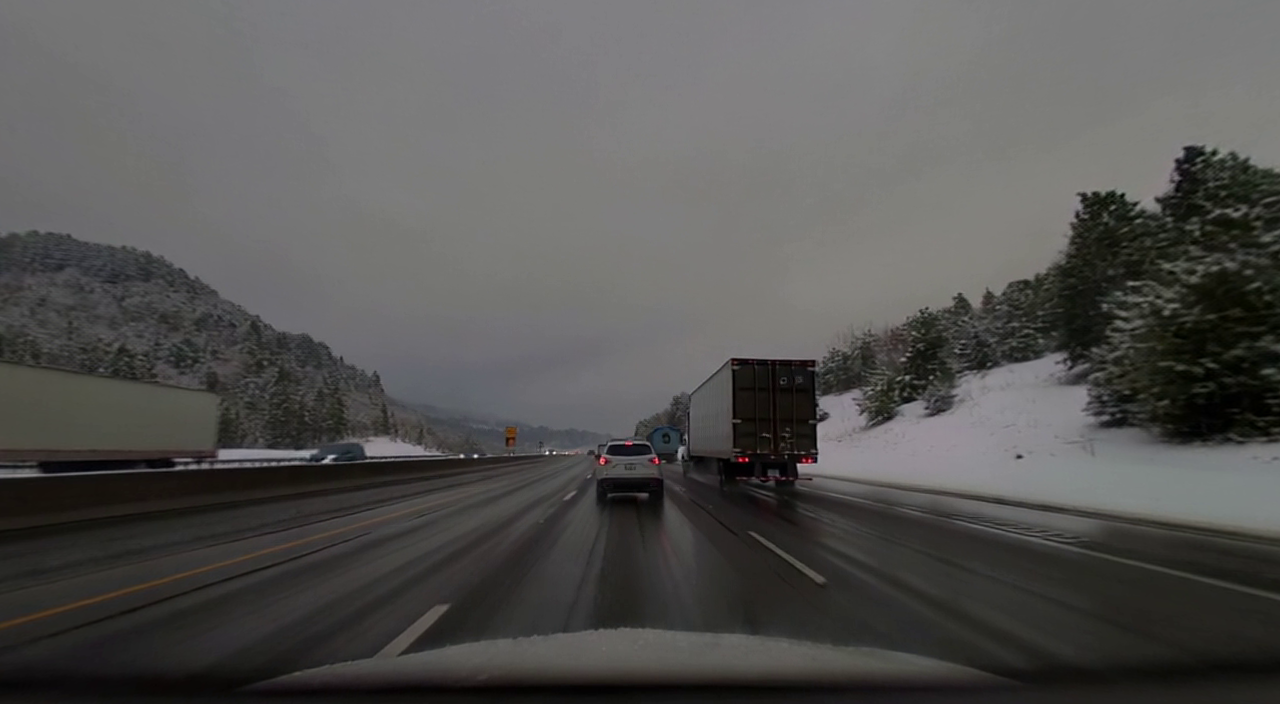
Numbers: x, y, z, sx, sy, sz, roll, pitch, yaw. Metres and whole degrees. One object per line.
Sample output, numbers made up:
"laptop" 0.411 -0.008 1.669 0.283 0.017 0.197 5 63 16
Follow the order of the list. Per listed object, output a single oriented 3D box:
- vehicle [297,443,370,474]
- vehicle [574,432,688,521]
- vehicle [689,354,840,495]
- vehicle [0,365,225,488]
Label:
"vehicle" -15.895 5.560 32.955 1.834 1.485 3.962 0 -9 -1
"vehicle" -0.196 2.622 13.740 2.109 1.639 3.768 0 -9 -1
"vehicle" 4.076 3.133 25.017 2.812 4.024 14.098 0 -9 -1
"vehicle" -19.632 2.901 23.316 2.842 3.712 8.403 0 -9 0
